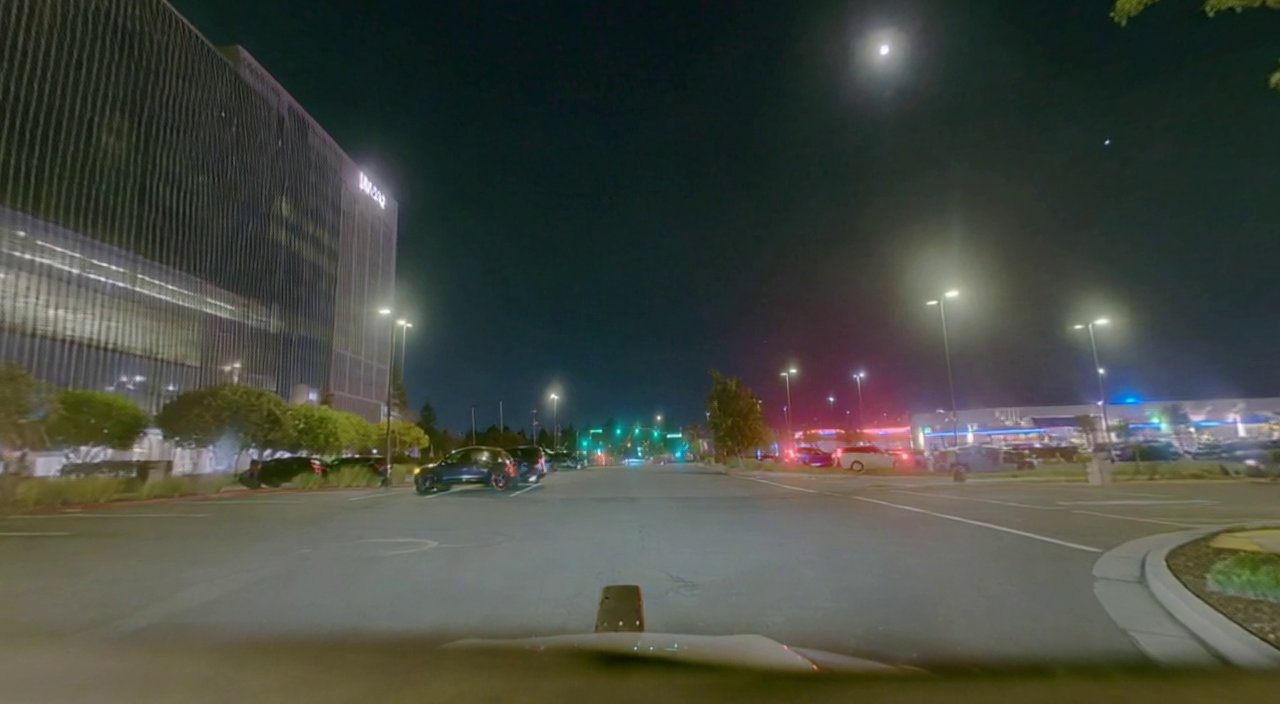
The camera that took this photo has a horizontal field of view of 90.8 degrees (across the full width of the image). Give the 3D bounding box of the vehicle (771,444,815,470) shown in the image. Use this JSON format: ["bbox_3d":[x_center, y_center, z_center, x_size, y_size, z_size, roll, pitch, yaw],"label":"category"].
[{"bbox_3d":[10.530,7.208,43.709,1.936,1.673,4.305,0,-8,0],"label":"vehicle"}]

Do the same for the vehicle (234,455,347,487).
[{"bbox_3d":[-16.732,5.690,30.370,4.331,1.437,1.876,0,-8,2],"label":"vehicle"}]

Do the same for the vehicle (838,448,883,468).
[{"bbox_3d":[17.060,8.217,49.073,1.971,1.478,4.477,0,-8,1],"label":"vehicle"}]

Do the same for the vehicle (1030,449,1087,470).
[{"bbox_3d":[28.337,7.278,42.866,1.495,1.371,3.336,-1,-9,-2],"label":"vehicle"}]

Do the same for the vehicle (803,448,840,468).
[{"bbox_3d":[14.202,8.297,49.639,1.935,1.477,3.719,0,-8,3],"label":"vehicle"}]

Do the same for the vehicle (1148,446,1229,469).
[{"bbox_3d":[37.018,7.126,42.806,1.678,1.423,4.191,0,-8,-1],"label":"vehicle"}]

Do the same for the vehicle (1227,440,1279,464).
[{"bbox_3d":[43.061,6.814,43.070,1.758,1.572,4.421,0,-8,1],"label":"vehicle"}]

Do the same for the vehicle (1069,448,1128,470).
[{"bbox_3d":[31.304,7.308,43.249,1.519,1.371,3.278,0,-8,-1],"label":"vehicle"}]

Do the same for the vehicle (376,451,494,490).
[{"bbox_3d":[-8.705,4.973,26.907,4.442,1.504,1.809,5,-10,-28],"label":"vehicle"}]

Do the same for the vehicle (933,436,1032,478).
[{"bbox_3d":[16.480,5.066,30.774,2.048,1.852,4.998,0,-8,1],"label":"vehicle"}]

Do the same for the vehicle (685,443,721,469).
[{"bbox_3d":[4.625,7.742,47.272,2.262,1.794,5.331,0,-8,1],"label":"vehicle"}]
